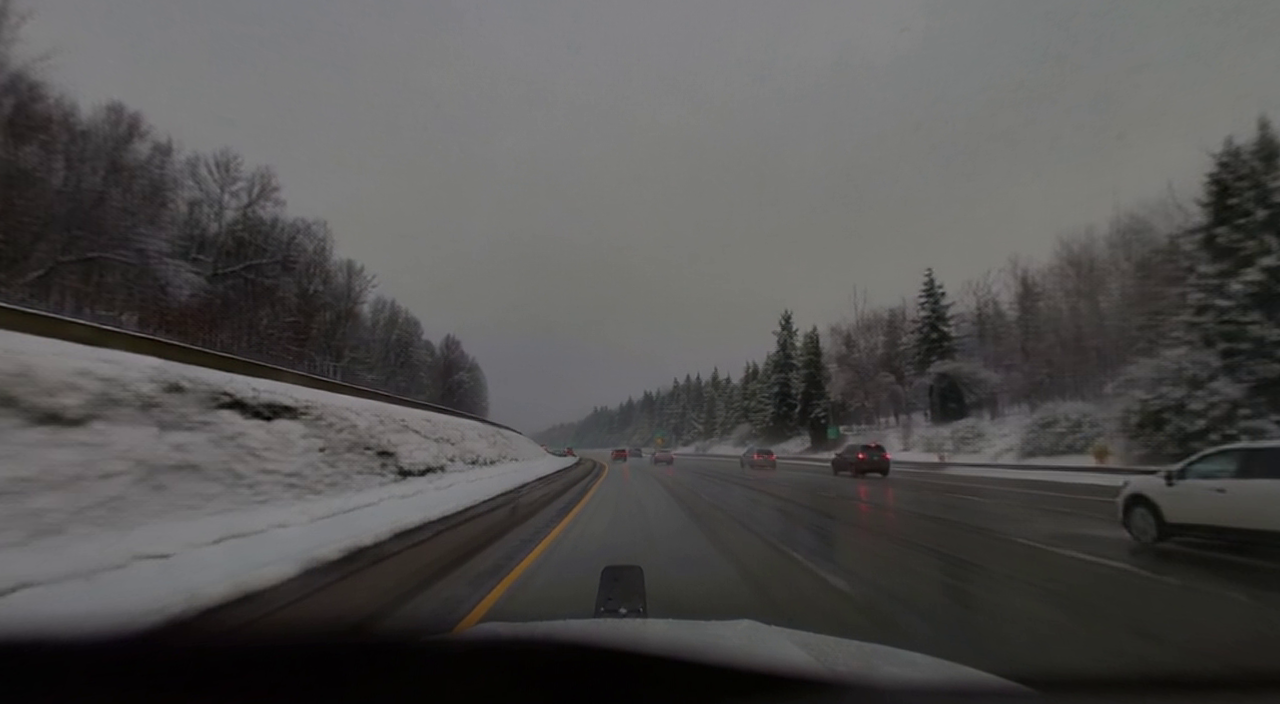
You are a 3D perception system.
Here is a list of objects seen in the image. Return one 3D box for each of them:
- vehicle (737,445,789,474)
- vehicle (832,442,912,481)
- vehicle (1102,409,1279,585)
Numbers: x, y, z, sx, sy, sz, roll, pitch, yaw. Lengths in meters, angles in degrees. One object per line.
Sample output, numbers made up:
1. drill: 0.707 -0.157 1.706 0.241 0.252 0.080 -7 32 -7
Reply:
1. vehicle: 6.725 5.917 34.729 1.940 1.482 3.644 1 -8 -3
2. vehicle: 10.618 5.010 29.039 1.986 1.644 4.126 0 -8 -2
3. vehicle: 7.286 1.408 6.054 2.048 1.697 4.689 0 -8 0
